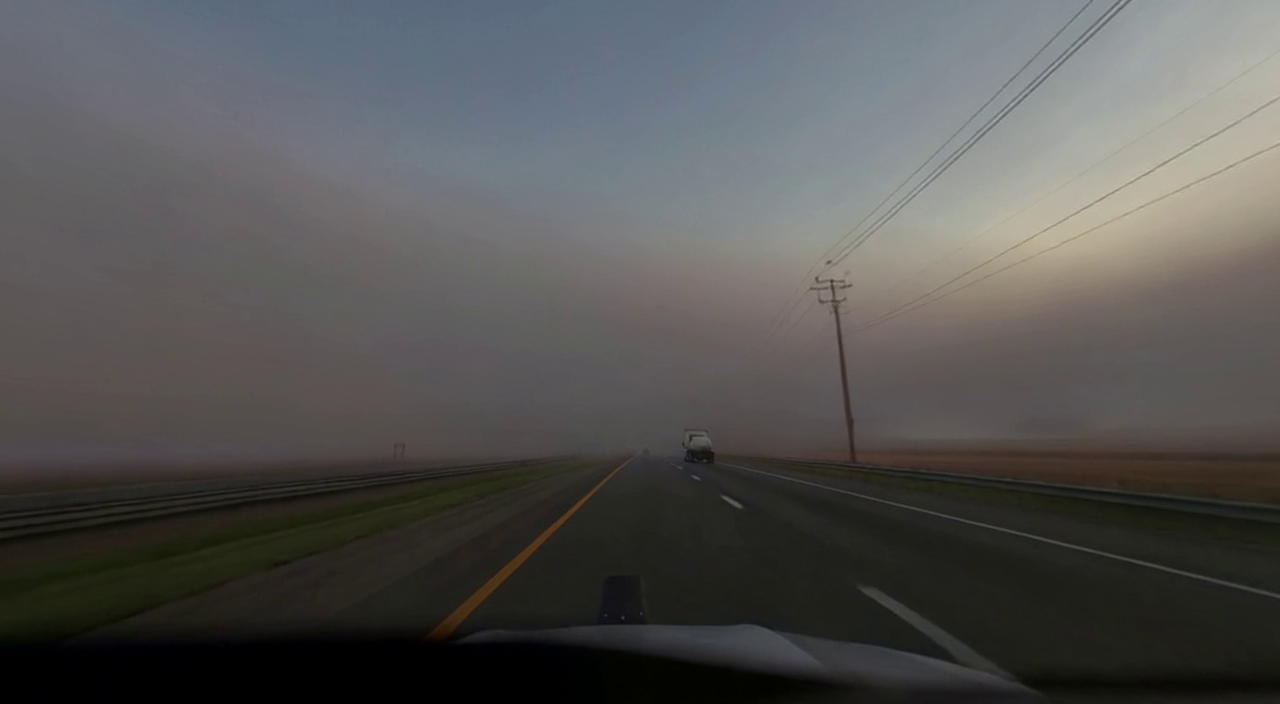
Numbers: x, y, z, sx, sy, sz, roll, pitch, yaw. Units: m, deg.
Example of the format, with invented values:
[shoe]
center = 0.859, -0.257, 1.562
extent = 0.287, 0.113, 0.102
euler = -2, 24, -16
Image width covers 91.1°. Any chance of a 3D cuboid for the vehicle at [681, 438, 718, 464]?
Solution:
[vehicle]
center = 4.510, 7.639, 48.480
extent = 2.228, 1.852, 5.449
euler = 0, -8, -1
